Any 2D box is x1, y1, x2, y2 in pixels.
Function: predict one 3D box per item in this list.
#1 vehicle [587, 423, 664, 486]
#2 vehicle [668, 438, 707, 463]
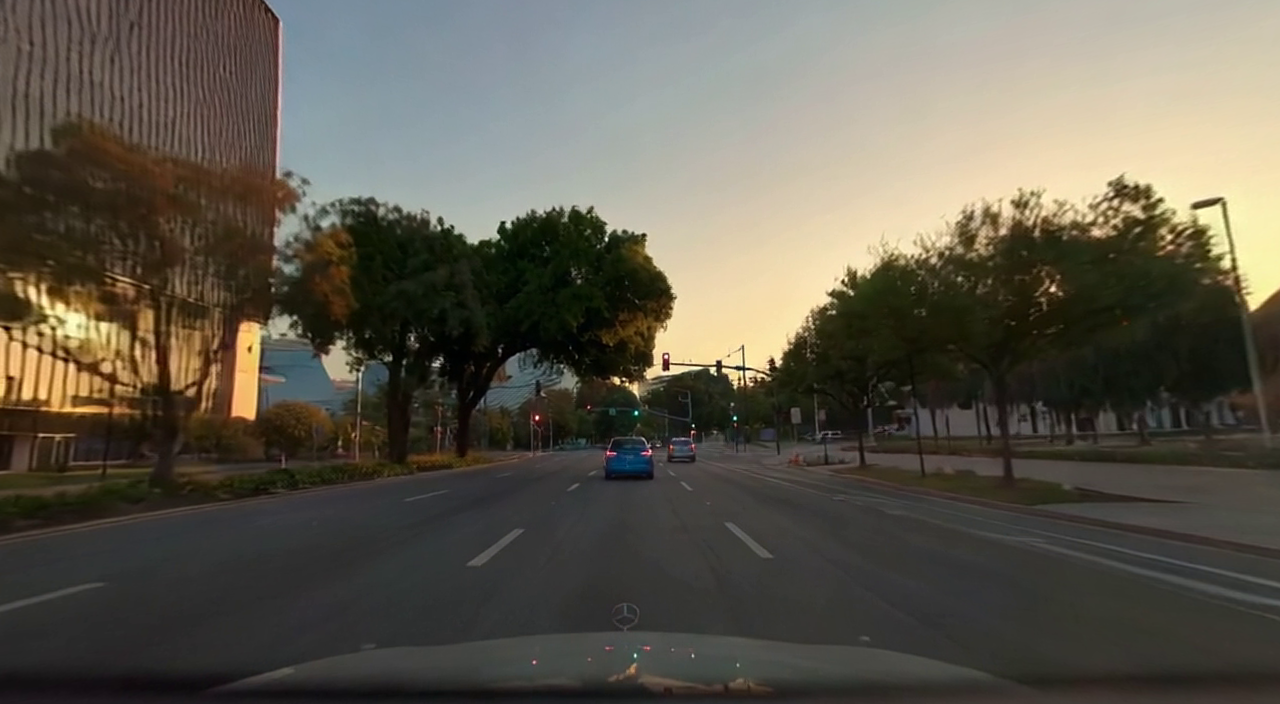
[{"bbox_3d":[-0.473,3.431,21.308,2.313,1.860,4.319,0,-9,-1],"label":"vehicle"},{"bbox_3d":[3.055,6.464,41.586,2.065,1.495,4.792,0,-9,-1],"label":"vehicle"}]
